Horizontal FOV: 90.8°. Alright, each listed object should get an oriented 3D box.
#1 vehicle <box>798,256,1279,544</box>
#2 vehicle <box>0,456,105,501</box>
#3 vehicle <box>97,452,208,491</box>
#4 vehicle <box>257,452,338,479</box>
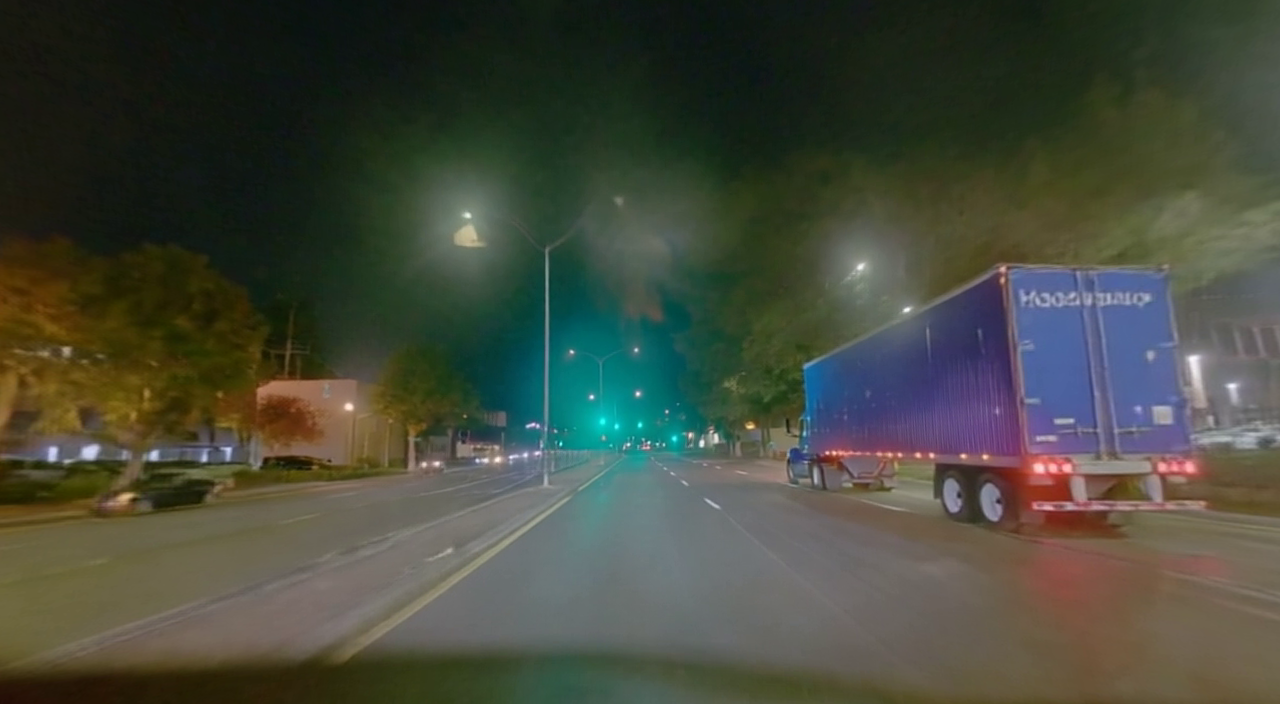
[{"bbox_3d":[6.659,1.415,14.049,3.120,3.794,11.510,0,-9,-1],"label":"vehicle"},{"bbox_3d":[-27.970,5.743,29.077,2.037,1.764,5.556,0,-9,-4],"label":"vehicle"},{"bbox_3d":[-26.112,6.434,34.164,2.090,1.772,5.499,-3,-10,-5],"label":"vehicle"},{"bbox_3d":[-25.446,8.404,47.038,4.900,1.808,2.103,7,-11,-39],"label":"vehicle"}]
